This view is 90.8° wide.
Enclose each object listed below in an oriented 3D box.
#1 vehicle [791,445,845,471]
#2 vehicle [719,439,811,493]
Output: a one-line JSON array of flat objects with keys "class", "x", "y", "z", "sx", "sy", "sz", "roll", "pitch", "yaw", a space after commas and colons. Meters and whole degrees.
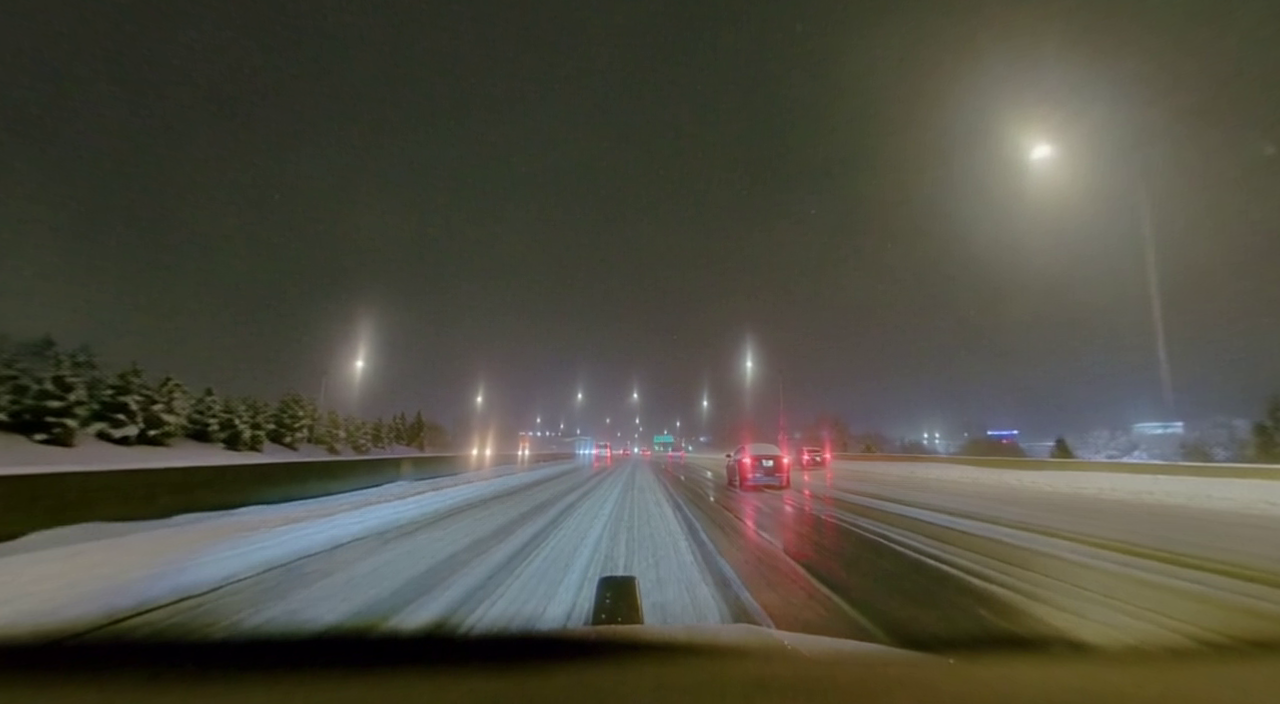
[{"class": "vehicle", "x": 11.045, "y": 6.583, "z": 39.427, "sx": 2.019, "sy": 1.529, "sz": 4.385, "roll": 0, "pitch": -8, "yaw": -1}, {"class": "vehicle", "x": 3.812, "y": 3.549, "z": 20.000, "sx": 1.961, "sy": 1.504, "sz": 4.094, "roll": 0, "pitch": -8, "yaw": -1}]
